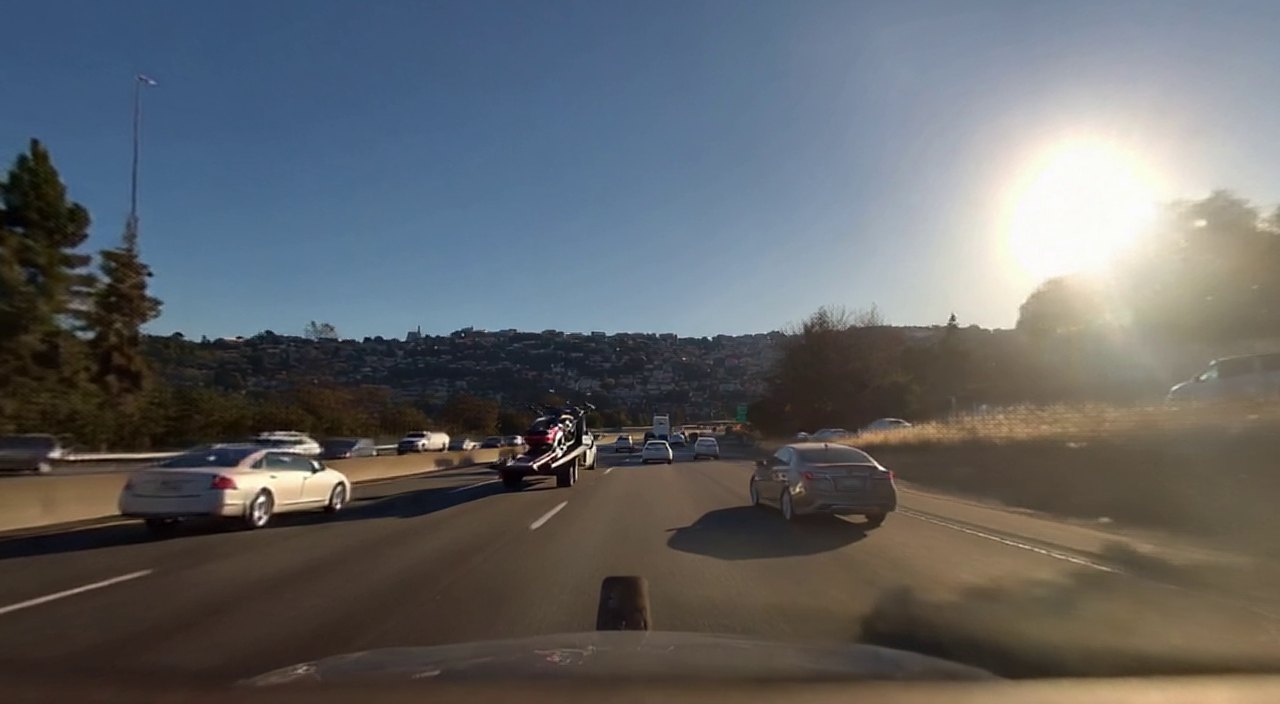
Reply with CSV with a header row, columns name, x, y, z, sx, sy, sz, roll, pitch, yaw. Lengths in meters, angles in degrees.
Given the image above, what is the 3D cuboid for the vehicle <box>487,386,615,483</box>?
name,x,y,z,sx,sy,sz,roll,pitch,yaw
vehicle,-2.908,3.264,24.435,3.162,2.955,10.282,0,-8,2

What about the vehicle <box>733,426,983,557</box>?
name,x,y,z,sx,sy,sz,roll,pitch,yaw
vehicle,2.837,1.916,9.446,2.040,1.481,4.260,0,-8,-3

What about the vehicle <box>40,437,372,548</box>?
name,x,y,z,sx,sy,sz,roll,pitch,yaw
vehicle,-6.619,2.165,10.579,1.964,1.395,4.948,0,-8,2

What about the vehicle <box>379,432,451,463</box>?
name,x,y,z,sx,sy,sz,roll,pitch,yaw
vehicle,-14.664,6.279,41.543,2.333,1.897,5.499,-1,-8,5

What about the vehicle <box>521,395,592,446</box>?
name,x,y,z,sx,sy,sz,roll,pitch,yaw
vehicle,-2.940,2.620,23.232,1.893,1.674,4.766,0,-8,1

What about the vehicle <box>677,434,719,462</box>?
name,x,y,z,sx,sy,sz,roll,pitch,yaw
vehicle,3.533,5.961,39.232,2.075,1.614,4.682,0,-8,-1

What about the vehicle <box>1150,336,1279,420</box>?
name,x,y,z,sx,sy,sz,roll,pitch,yaw
vehicle,14.342,0.618,14.148,1.979,1.616,4.268,1,-8,-5

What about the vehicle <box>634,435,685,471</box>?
name,x,y,z,sx,sy,sz,roll,pitch,yaw
vehicle,0.865,4.485,28.171,2.079,1.499,3.915,0,-8,2

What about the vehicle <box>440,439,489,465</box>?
name,x,y,z,sx,sy,sz,roll,pitch,yaw
vehicle,-11.472,6.550,41.485,1.869,1.603,3.861,-1,-8,5
